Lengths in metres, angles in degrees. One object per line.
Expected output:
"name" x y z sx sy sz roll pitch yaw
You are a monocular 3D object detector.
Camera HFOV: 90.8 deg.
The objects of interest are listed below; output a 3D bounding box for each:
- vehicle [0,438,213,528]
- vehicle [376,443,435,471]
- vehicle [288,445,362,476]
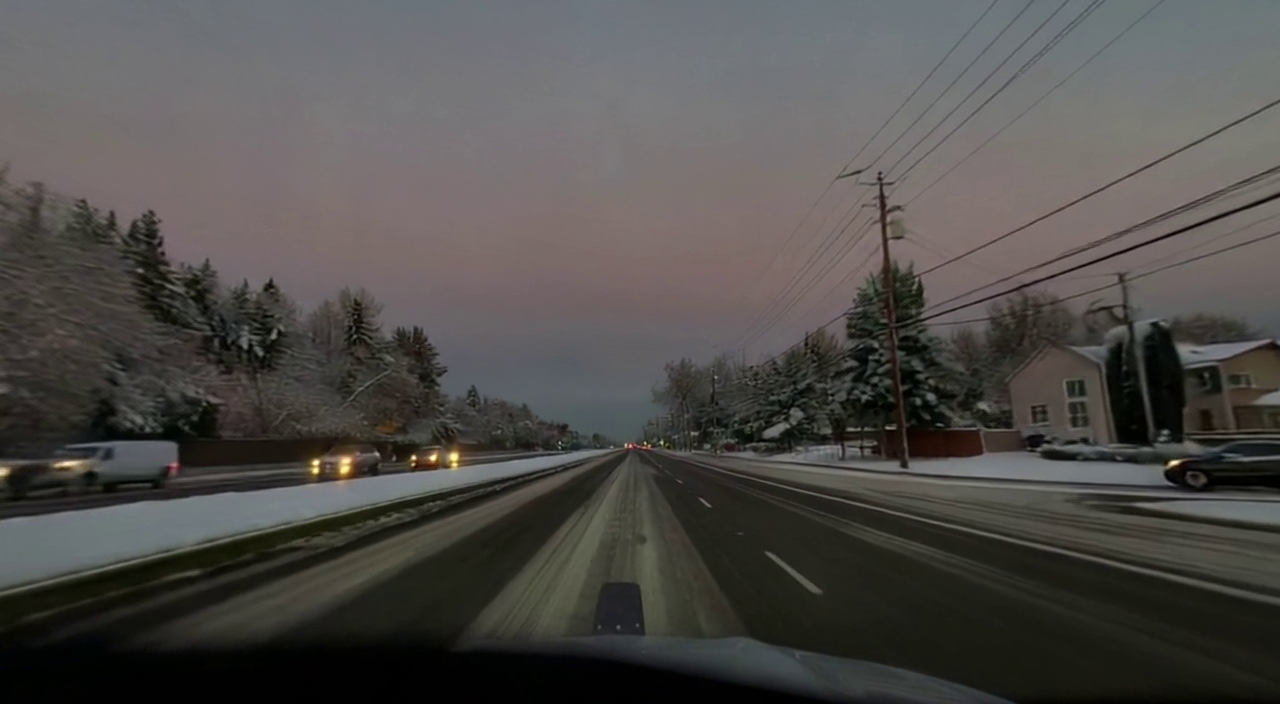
"vehicle" -11.704 2.703 13.672 1.912 1.509 4.425 -4 -7 -1
"vehicle" -15.175 6.794 41.181 2.169 1.700 4.450 0 -8 0
"vehicle" -18.552 6.370 37.492 2.132 1.690 4.544 0 -8 -1
